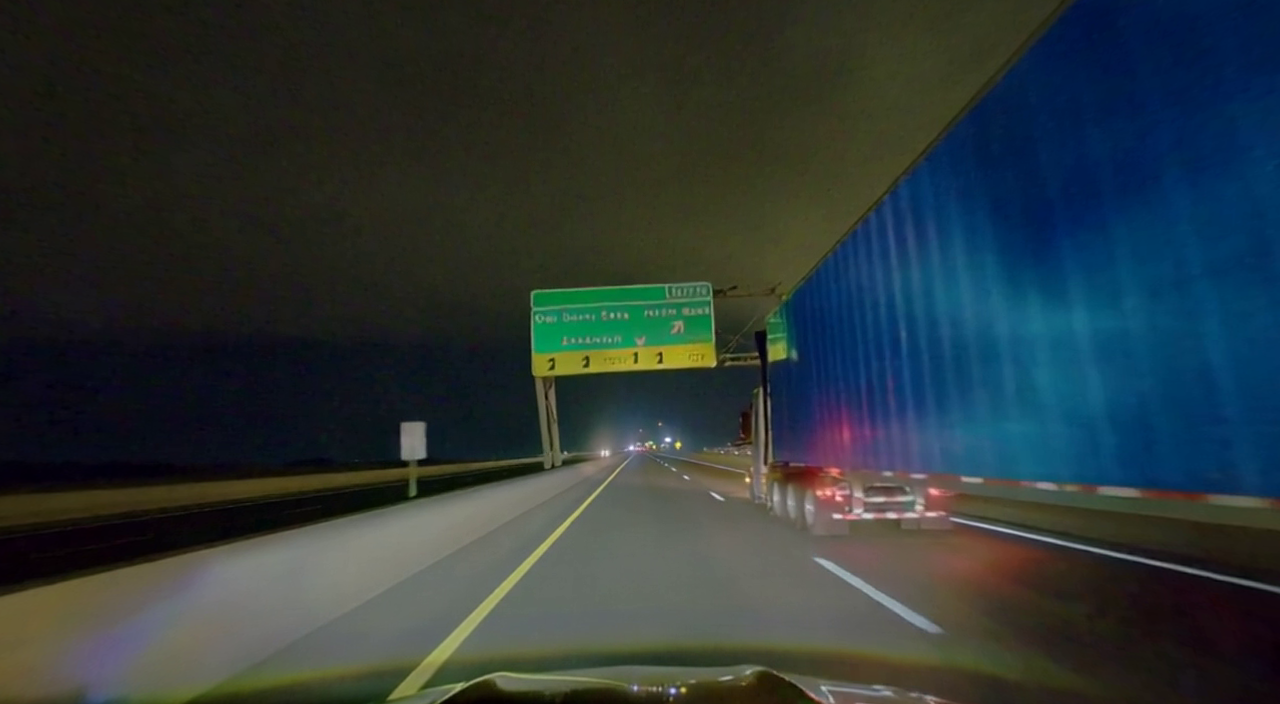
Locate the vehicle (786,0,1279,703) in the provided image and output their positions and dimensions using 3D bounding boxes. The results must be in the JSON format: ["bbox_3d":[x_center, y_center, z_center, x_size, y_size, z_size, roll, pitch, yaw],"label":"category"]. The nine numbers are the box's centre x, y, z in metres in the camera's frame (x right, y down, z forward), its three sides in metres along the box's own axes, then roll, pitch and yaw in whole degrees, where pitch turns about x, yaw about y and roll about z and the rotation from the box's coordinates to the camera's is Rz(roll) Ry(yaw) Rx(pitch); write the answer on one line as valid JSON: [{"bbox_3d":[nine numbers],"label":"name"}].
[{"bbox_3d":[4.242,0.062,5.183,2.937,4.082,12.918,0,-9,0],"label":"vehicle"}]
